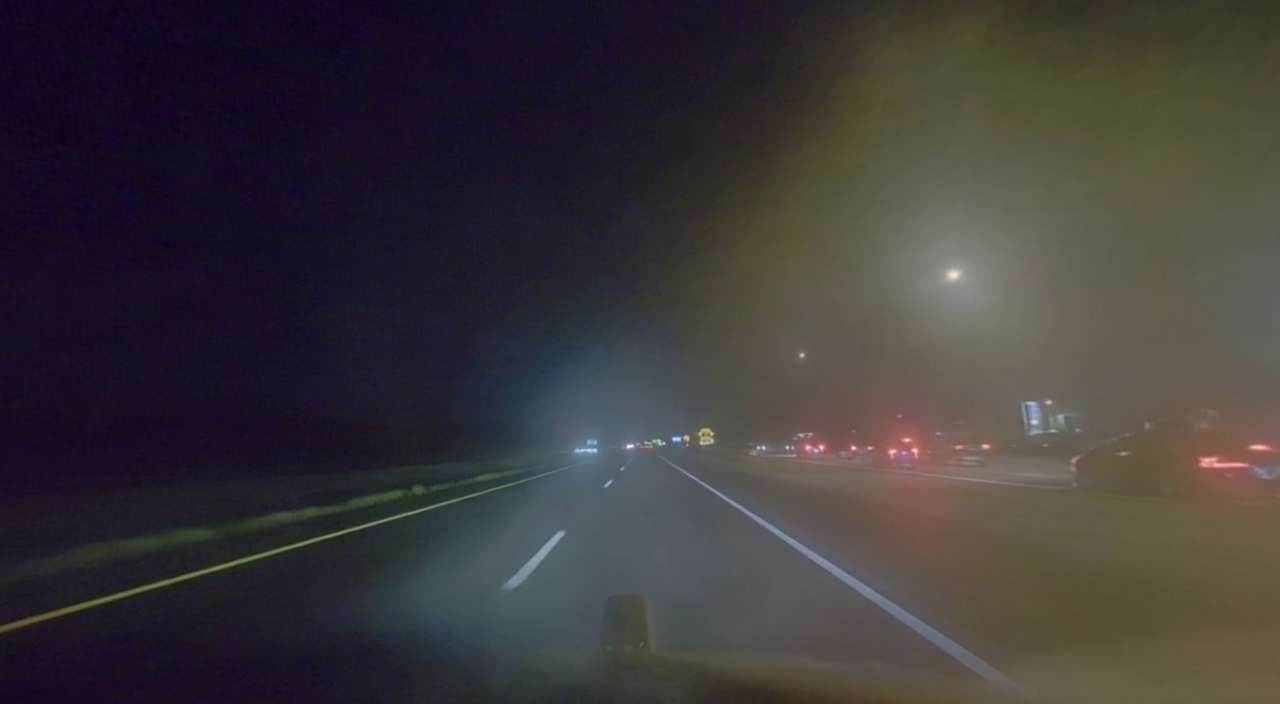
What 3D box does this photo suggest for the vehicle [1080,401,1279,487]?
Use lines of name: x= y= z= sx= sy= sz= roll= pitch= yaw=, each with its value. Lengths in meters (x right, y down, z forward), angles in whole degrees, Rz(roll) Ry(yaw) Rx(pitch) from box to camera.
vehicle: x=27.166 y=4.711 z=32.255 sx=2.998 sy=3.768 sz=8.212 roll=0 pitch=-9 yaw=-2
